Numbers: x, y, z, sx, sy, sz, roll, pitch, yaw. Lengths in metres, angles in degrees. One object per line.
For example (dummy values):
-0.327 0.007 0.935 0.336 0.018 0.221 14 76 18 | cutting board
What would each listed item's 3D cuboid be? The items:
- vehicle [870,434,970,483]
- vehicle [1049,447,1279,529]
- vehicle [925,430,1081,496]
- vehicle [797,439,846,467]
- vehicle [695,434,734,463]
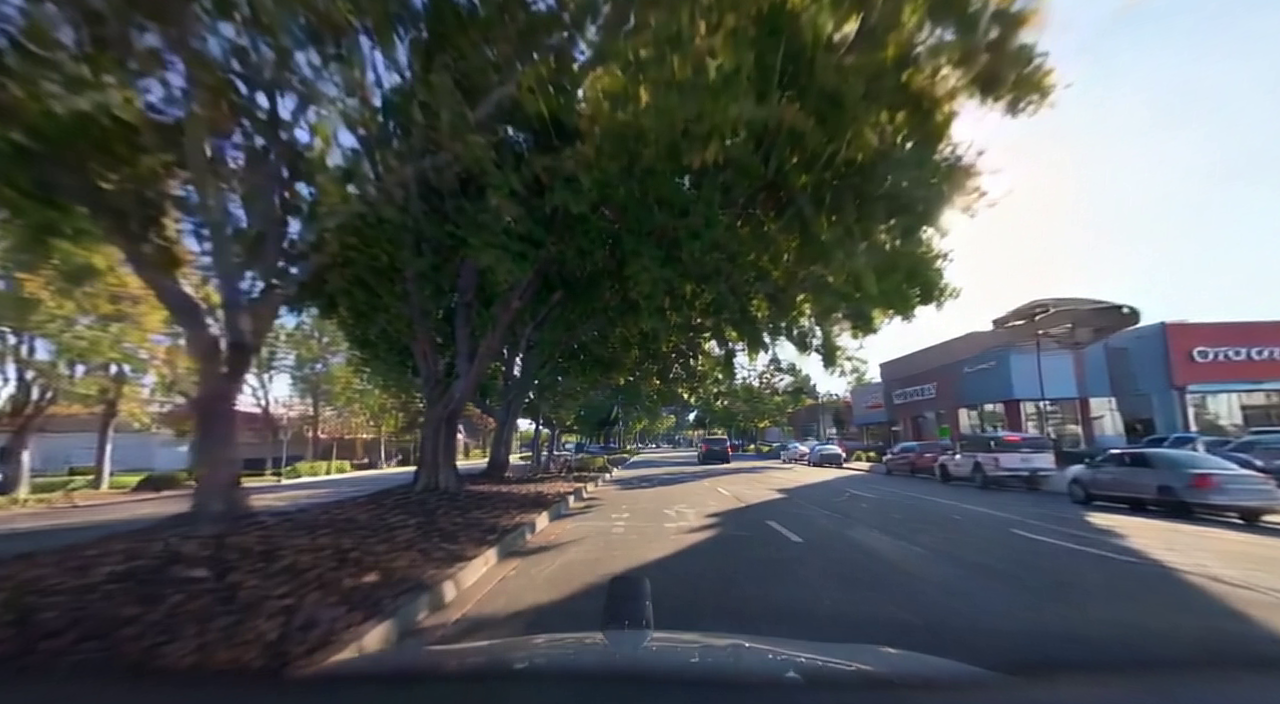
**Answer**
11.079 4.222 25.376 1.931 1.774 4.666 0 -8 1 | vehicle
10.712 2.633 12.878 1.824 1.364 4.238 0 -8 0 | vehicle
10.826 3.345 19.368 1.959 1.751 4.961 0 -8 2 | vehicle
11.353 6.371 39.740 1.919 1.645 4.254 0 -8 1 | vehicle
5.043 6.648 43.373 2.183 1.845 4.482 0 -8 1 | vehicle
